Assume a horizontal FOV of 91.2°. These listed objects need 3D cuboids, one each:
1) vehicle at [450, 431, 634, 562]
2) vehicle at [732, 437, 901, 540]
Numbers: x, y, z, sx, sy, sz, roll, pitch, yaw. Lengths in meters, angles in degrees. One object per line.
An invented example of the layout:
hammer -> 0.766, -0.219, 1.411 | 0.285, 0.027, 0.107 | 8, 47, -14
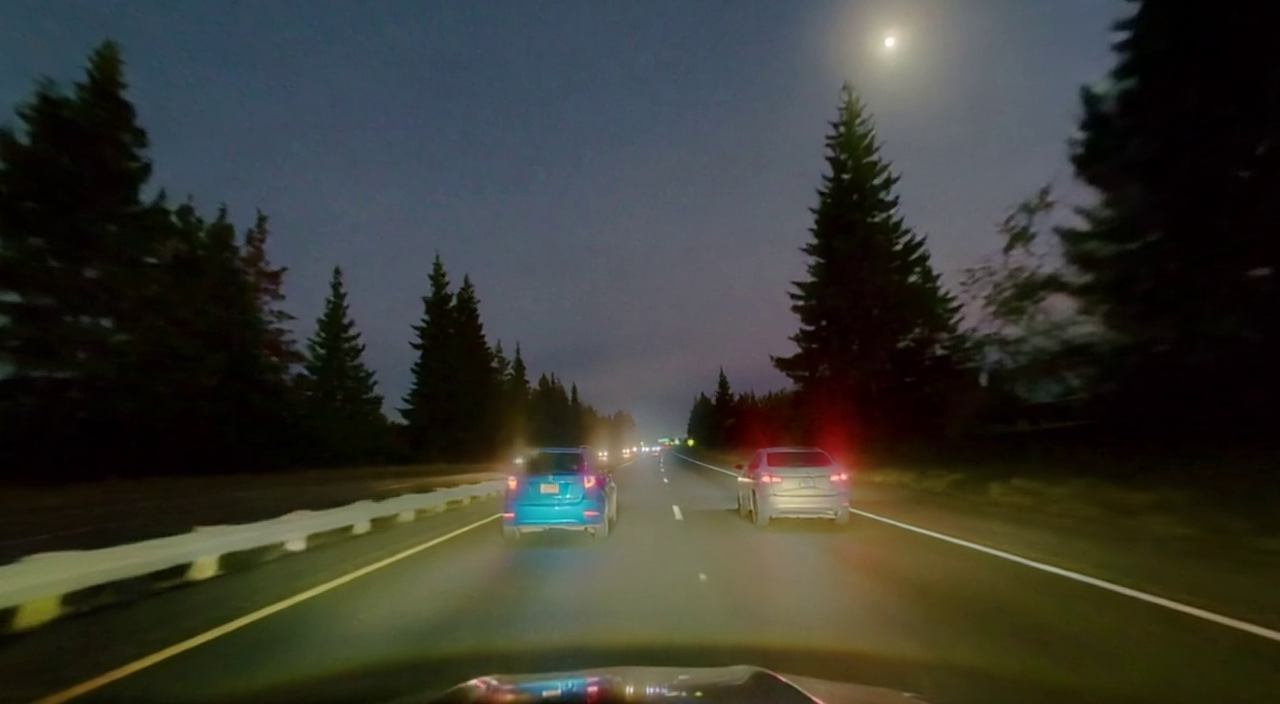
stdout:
vehicle -> -1.196, 2.060, 9.696 | 2.083, 1.548, 4.251 | -1, -9, 1
vehicle -> 2.984, 2.386, 11.595 | 2.021, 1.533, 4.014 | -1, -9, 1
